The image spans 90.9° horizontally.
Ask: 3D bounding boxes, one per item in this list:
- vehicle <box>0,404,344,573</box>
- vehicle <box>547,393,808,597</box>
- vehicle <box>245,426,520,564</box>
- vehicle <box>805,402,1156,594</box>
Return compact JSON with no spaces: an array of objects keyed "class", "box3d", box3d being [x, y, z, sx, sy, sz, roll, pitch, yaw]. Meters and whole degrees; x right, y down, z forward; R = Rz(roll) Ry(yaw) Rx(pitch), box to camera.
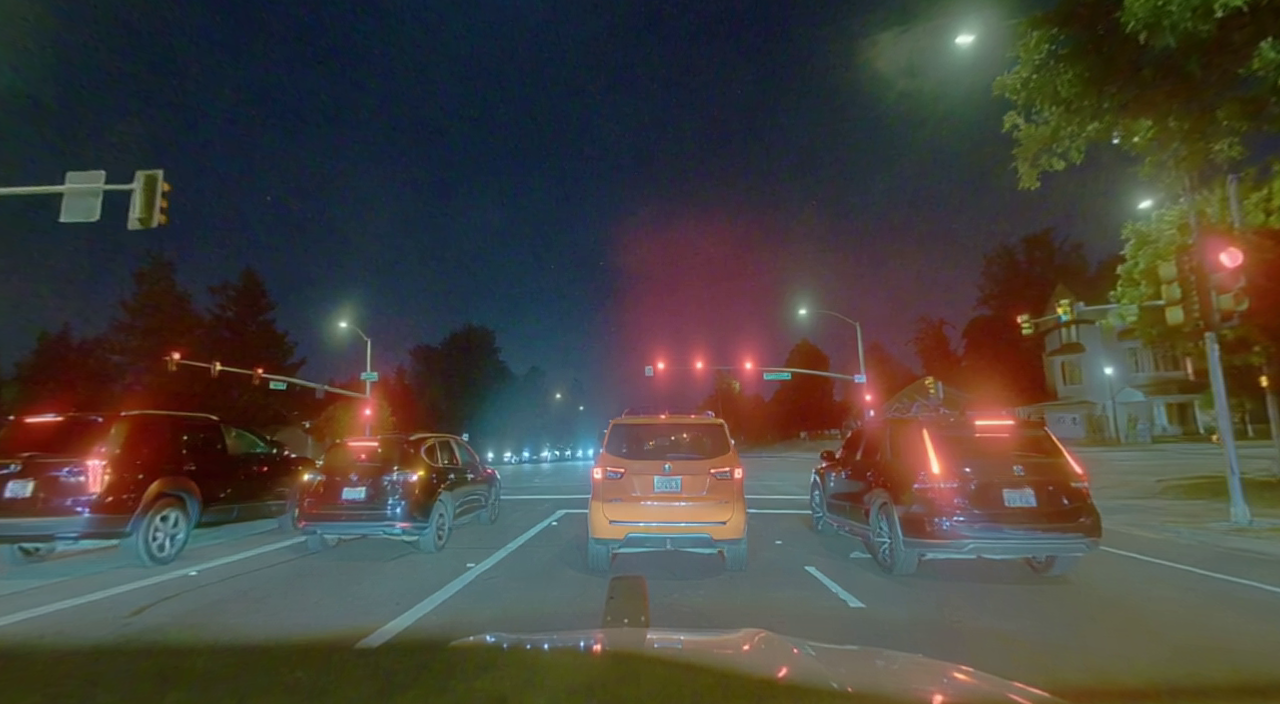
[{"class":"vehicle","box3d":[-6.629,1.823,9.242,2.075,1.796,4.785,0,-8,2]},{"class":"vehicle","box3d":[0.391,1.517,7.493,2.198,1.708,4.170,0,-8,2]},{"class":"vehicle","box3d":[-3.242,1.882,9.102,1.885,1.475,4.359,-1,-8,4]},{"class":"vehicle","box3d":[3.527,1.586,7.738,2.047,1.638,4.395,-1,-8,4]}]
